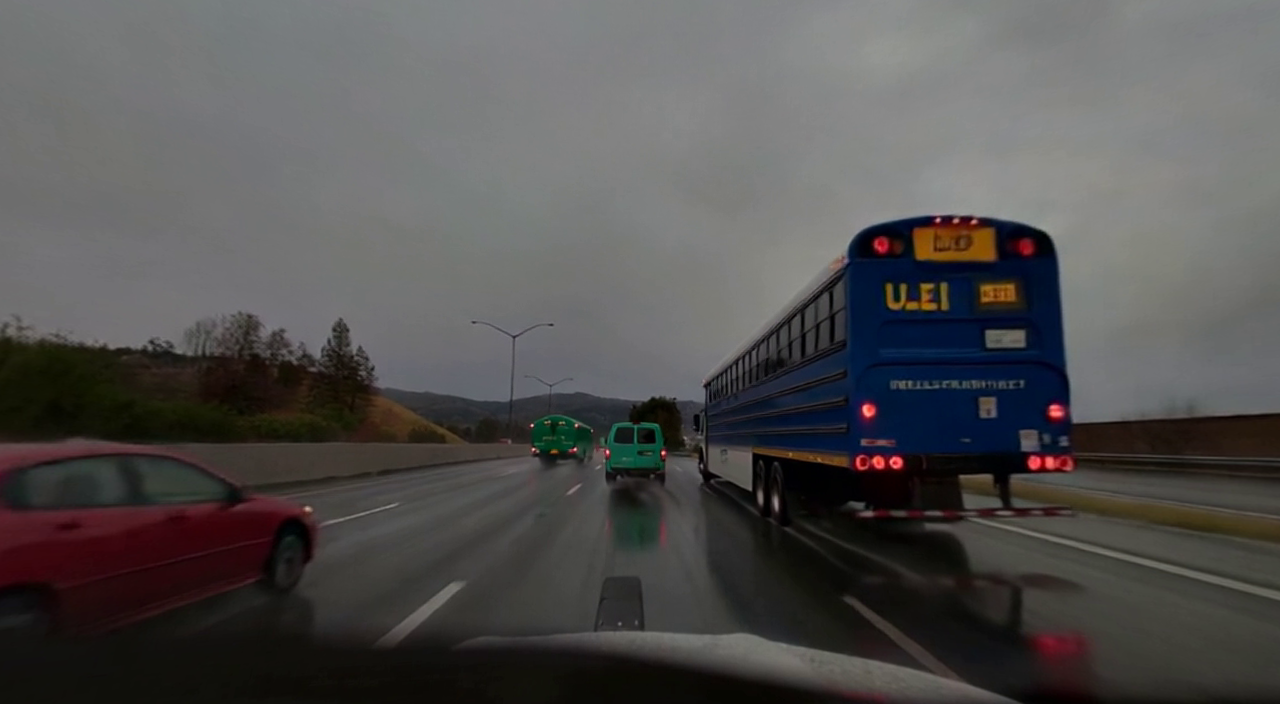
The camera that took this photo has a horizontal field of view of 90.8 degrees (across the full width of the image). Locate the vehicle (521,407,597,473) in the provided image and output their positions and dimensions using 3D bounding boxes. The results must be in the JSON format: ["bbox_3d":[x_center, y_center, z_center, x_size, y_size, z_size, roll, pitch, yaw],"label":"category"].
[{"bbox_3d":[-3.953,4.603,32.846,2.947,3.009,7.991,0,-8,-1],"label":"vehicle"}]

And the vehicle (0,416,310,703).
[{"bbox_3d":[-4.046,1.129,3.600,2.039,1.453,4.197,0,-8,0],"label":"vehicle"}]

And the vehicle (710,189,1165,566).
[{"bbox_3d":[3.857,1.154,13.416,3.006,4.101,13.245,0,-8,-1],"label":"vehicle"}]

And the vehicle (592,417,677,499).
[{"bbox_3d":[-0.206,2.857,17.331,2.037,1.929,4.343,0,-8,-2],"label":"vehicle"}]
